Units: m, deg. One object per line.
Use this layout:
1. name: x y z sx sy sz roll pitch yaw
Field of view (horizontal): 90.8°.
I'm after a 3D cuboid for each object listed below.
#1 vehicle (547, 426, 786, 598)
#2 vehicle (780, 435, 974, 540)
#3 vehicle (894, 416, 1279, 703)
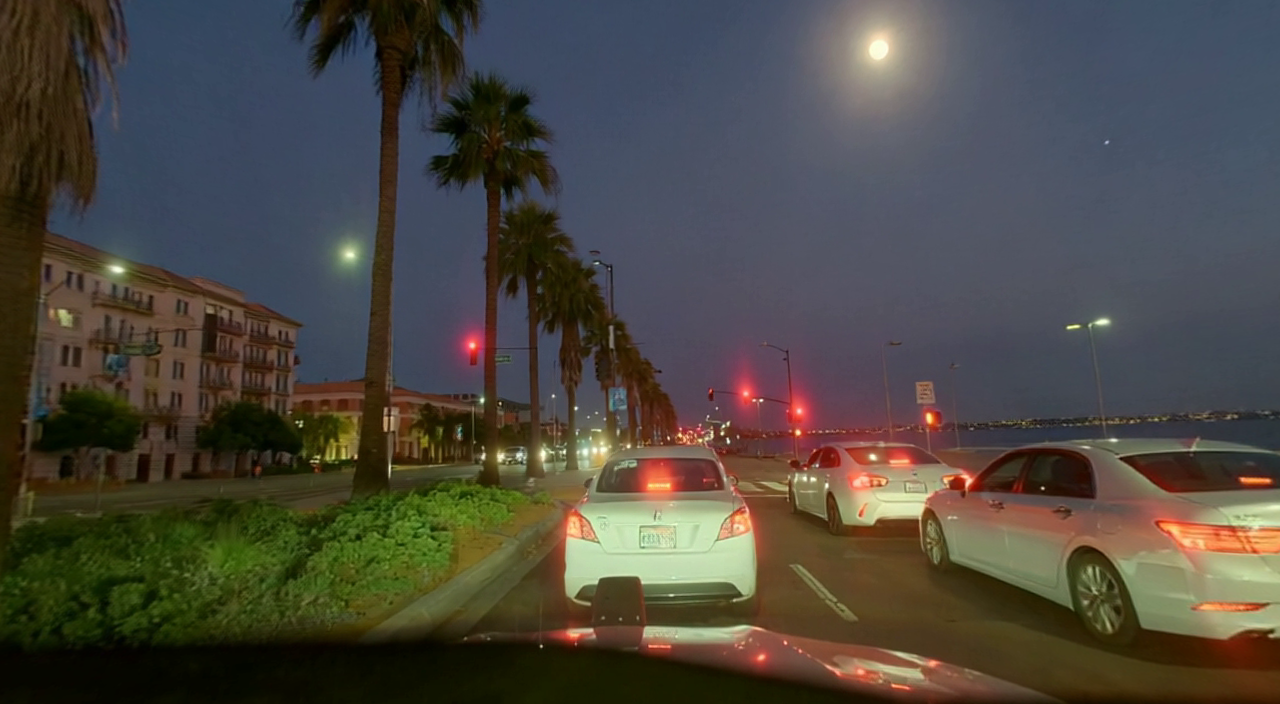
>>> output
1. vehicle: 0.263 1.698 7.486 2.093 1.503 3.681 0 -9 1
2. vehicle: 3.893 2.285 11.325 1.920 1.490 4.417 -1 -9 2
3. vehicle: 3.912 1.360 5.091 1.913 1.469 4.425 0 -9 1
